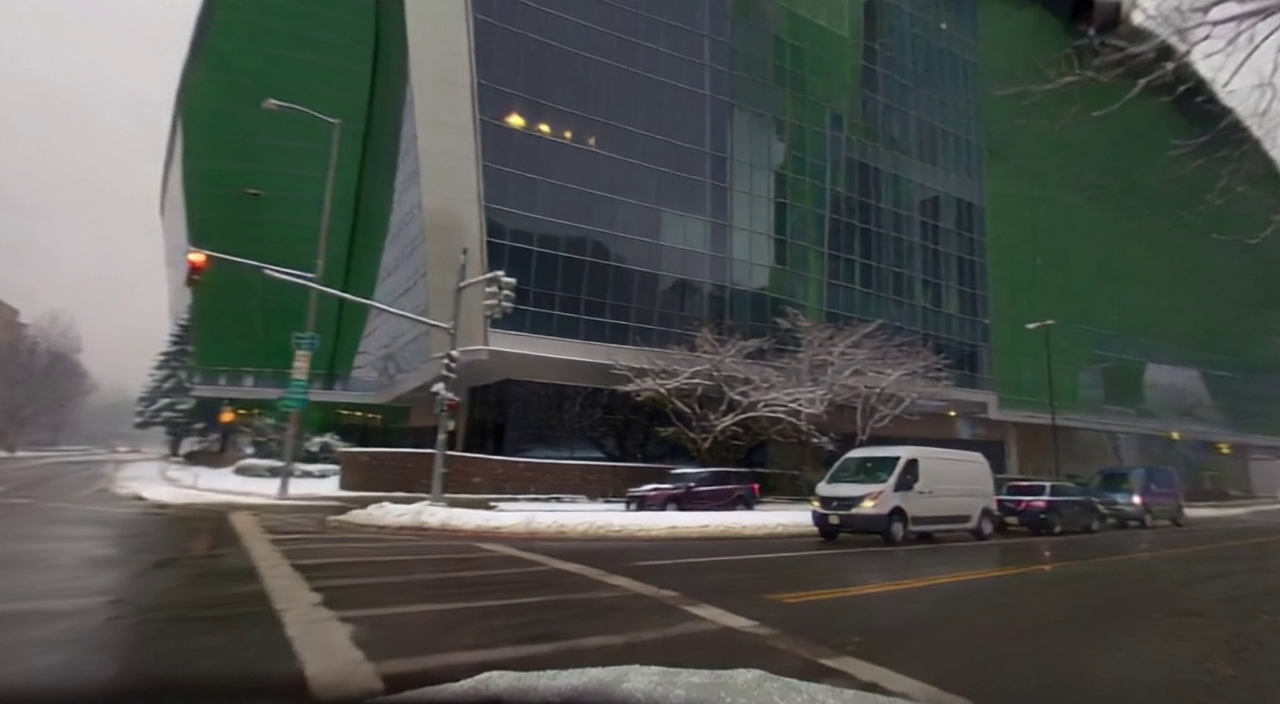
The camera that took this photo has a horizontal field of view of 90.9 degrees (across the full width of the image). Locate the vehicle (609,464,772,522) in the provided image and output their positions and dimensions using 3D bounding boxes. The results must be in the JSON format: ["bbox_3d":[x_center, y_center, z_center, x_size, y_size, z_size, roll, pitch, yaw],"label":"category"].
[{"bbox_3d":[1.511,3.988,18.169,4.470,1.472,1.868,8,-13,-34],"label":"vehicle"}]

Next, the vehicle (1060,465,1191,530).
[{"bbox_3d":[17.380,5.091,22.508,4.884,2.024,2.148,8,-13,-35],"label":"vehicle"}]

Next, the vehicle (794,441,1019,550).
[{"bbox_3d":[6.108,3.160,14.229,5.252,2.013,2.104,8,-14,-35],"label":"vehicle"}]

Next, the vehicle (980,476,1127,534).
[{"bbox_3d":[12.313,4.452,18.693,4.632,1.495,1.853,7,-14,-34],"label":"vehicle"}]
